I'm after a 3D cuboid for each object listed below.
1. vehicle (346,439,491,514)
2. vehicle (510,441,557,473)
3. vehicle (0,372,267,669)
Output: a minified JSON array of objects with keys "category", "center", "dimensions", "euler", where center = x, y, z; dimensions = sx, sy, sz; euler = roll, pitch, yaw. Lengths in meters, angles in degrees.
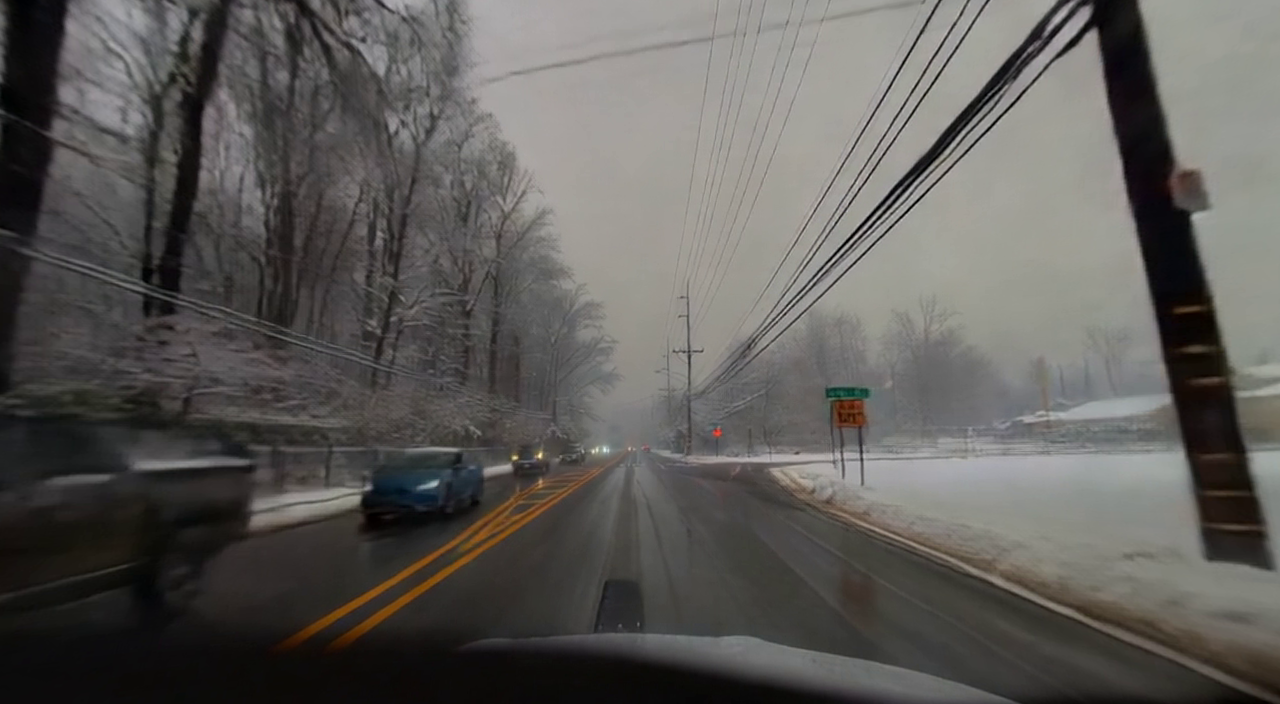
[{"category":"vehicle","center":[-4.988,2.864,15.026],"dimensions":[1.909,1.463,4.569],"euler":[0,-9,-2]},{"category":"vehicle","center":[-5.822,5.812,34.963],"dimensions":[2.001,1.616,4.064],"euler":[0,-9,-1]},{"category":"vehicle","center":[-5.039,1.121,4.404],"dimensions":[2.228,1.792,4.397],"euler":[0,-9,-1]}]
